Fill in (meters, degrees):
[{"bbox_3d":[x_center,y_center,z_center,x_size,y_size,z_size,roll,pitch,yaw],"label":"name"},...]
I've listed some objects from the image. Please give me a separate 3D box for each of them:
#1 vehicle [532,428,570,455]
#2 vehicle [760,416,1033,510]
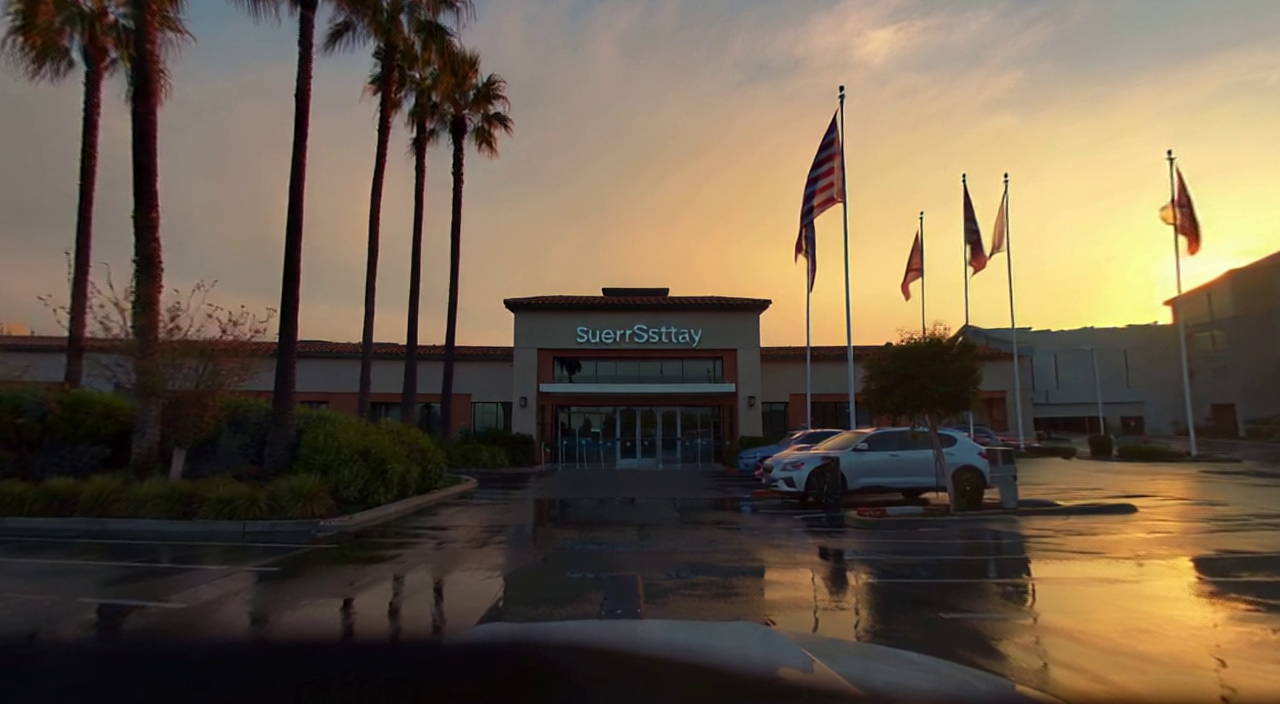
[{"bbox_3d":[-6.503,6.609,46.295,1.943,1.890,4.472,-1,-9,3],"label":"vehicle"},{"bbox_3d":[4.885,2.180,12.565,4.567,1.723,1.926,0,-8,0],"label":"vehicle"}]
